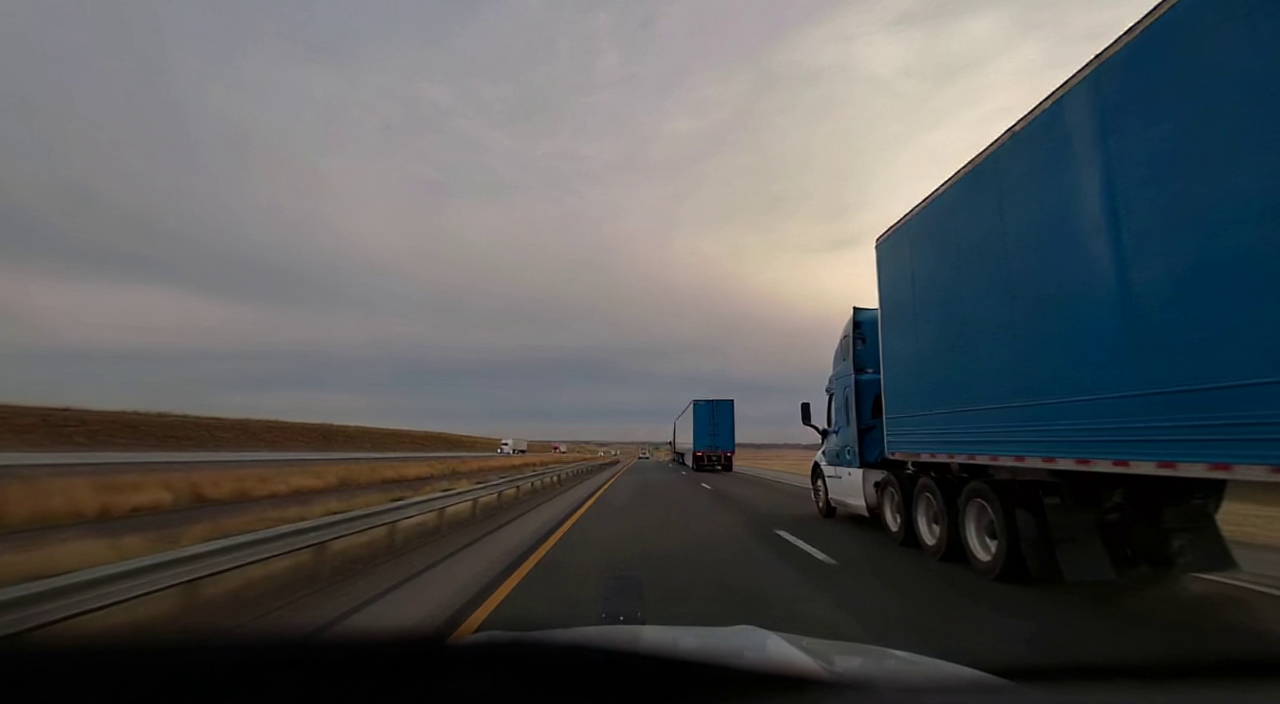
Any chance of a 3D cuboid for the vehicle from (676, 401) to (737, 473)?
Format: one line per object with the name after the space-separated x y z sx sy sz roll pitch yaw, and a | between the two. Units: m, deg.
4.303 5.971 43.599 2.818 4.206 12.987 0 -9 0 | vehicle
